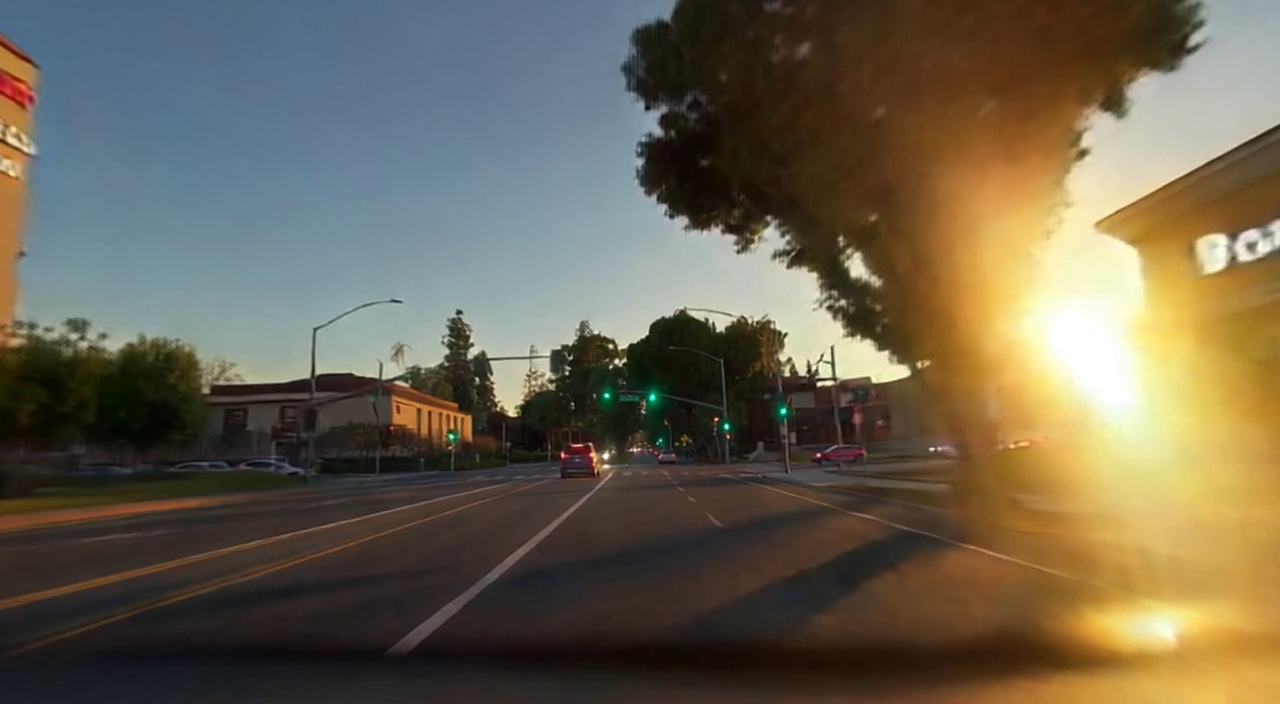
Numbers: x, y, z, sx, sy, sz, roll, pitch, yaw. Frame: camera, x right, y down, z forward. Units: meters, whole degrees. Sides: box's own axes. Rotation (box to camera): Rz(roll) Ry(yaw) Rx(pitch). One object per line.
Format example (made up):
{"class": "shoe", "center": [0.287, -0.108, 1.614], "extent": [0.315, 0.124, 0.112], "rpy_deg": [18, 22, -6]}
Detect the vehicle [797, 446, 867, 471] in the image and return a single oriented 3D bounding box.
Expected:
{"class": "vehicle", "center": [14.512, 8.060, 47.810], "extent": [4.634, 1.449, 1.936], "rpy_deg": [-4, -7, -1]}

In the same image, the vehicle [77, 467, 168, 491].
{"class": "vehicle", "center": [-35.777, 8.755, 43.604], "extent": [4.657, 1.455, 1.994], "rpy_deg": [0, -8, 4]}

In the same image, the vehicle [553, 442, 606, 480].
{"class": "vehicle", "center": [-3.044, 5.564, 32.549], "extent": [2.250, 1.791, 4.300], "rpy_deg": [0, -8, 1]}
